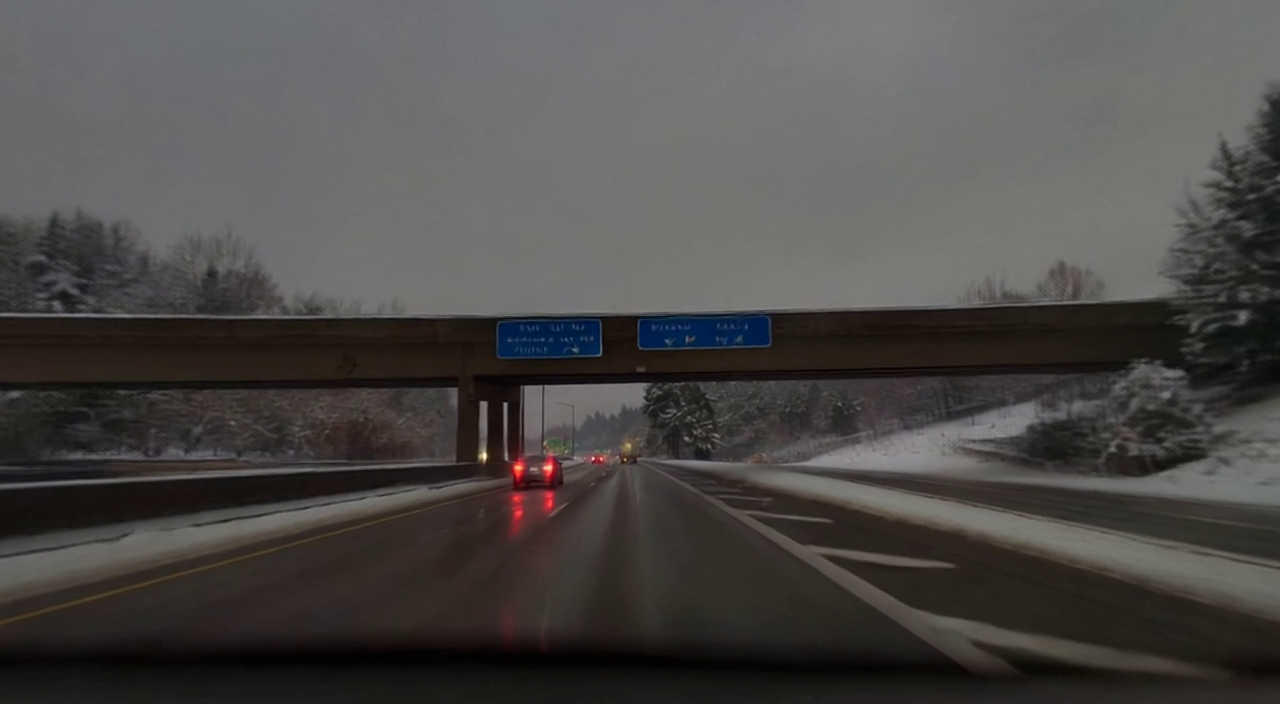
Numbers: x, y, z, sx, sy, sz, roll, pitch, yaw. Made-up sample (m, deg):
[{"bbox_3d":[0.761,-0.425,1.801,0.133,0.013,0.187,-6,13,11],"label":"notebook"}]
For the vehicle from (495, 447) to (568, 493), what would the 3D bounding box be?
[{"bbox_3d":[-4.053,4.476,24.212,2.070,1.564,4.145,0,-9,0],"label":"vehicle"}]
